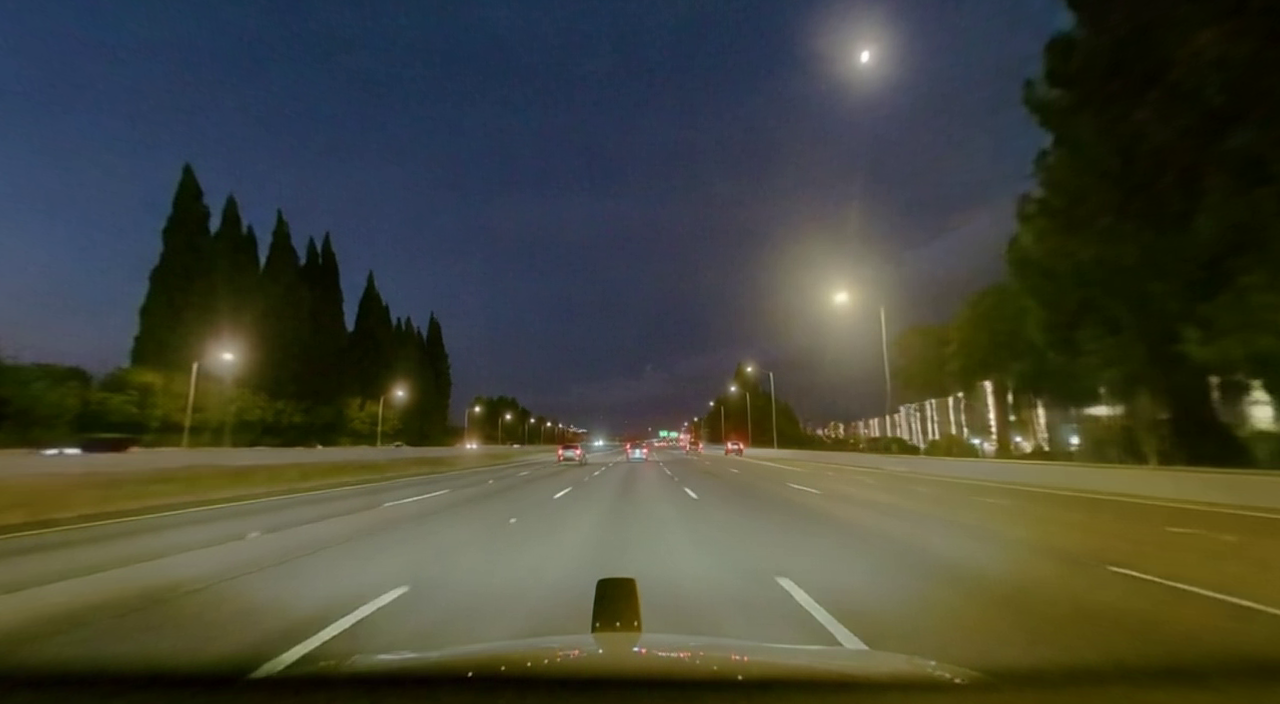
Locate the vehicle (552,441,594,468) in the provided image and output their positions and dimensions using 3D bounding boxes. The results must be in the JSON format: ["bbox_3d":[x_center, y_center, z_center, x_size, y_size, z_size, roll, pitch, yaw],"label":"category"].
[{"bbox_3d":[-4.462,6.909,42.766,2.260,1.706,4.177,0,-9,1],"label":"vehicle"}]

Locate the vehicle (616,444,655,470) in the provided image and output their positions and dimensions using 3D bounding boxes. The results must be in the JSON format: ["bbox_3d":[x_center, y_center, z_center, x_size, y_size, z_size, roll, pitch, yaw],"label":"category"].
[{"bbox_3d":[-0.269,6.261,37.899,2.146,1.485,4.332,0,-9,0],"label":"vehicle"}]

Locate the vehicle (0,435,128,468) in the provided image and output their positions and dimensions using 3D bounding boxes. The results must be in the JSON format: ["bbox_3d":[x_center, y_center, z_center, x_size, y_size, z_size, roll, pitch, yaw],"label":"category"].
[{"bbox_3d":[-34.984,6.064,38.660,2.752,1.885,5.571,0,-9,0],"label":"vehicle"}]

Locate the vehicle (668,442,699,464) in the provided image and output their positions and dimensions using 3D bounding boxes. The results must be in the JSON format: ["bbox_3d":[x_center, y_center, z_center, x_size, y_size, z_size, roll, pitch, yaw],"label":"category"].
[{"bbox_3d":[3.312,7.770,48.857,2.084,1.624,3.935,0,-9,-1],"label":"vehicle"}]
